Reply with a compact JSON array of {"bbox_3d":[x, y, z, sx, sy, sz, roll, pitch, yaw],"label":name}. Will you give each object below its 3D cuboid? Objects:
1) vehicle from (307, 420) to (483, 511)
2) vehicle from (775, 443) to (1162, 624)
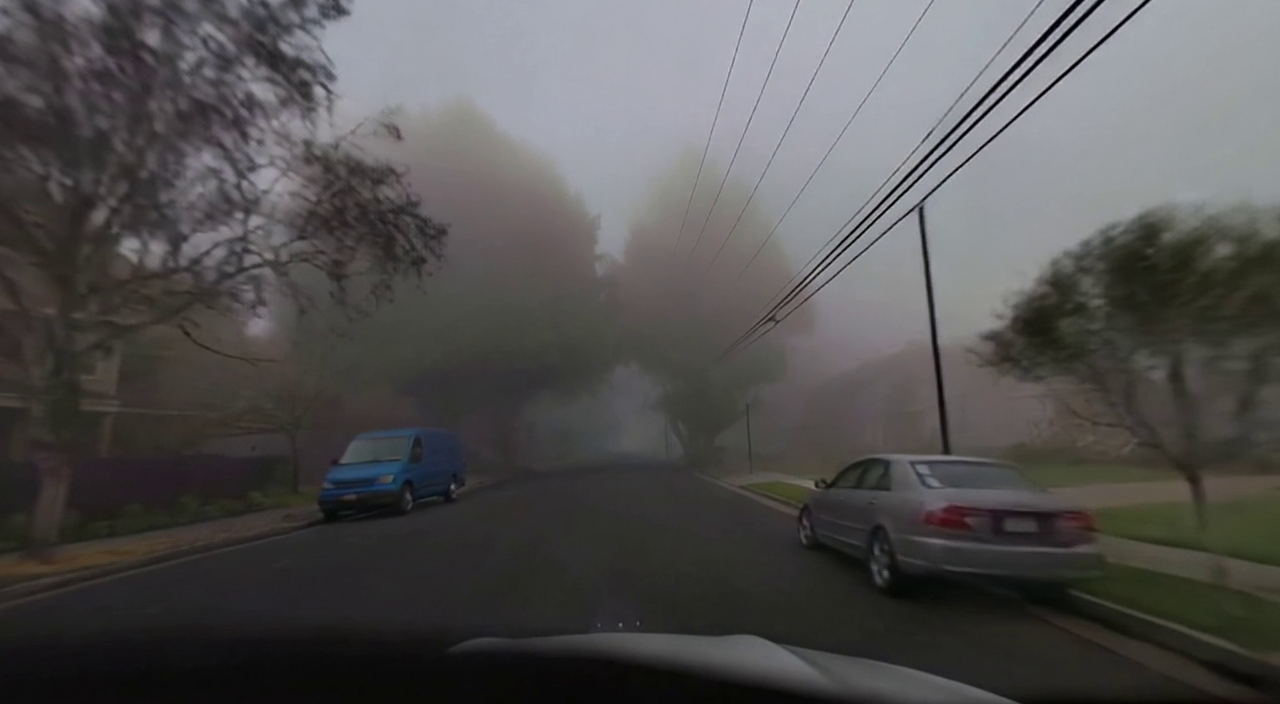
[{"bbox_3d":[-5.892,2.830,16.115,2.263,1.915,5.071,-1,-9,2],"label":"vehicle"},{"bbox_3d":[3.190,1.829,7.474,1.944,1.439,4.500,1,-9,-4],"label":"vehicle"}]
